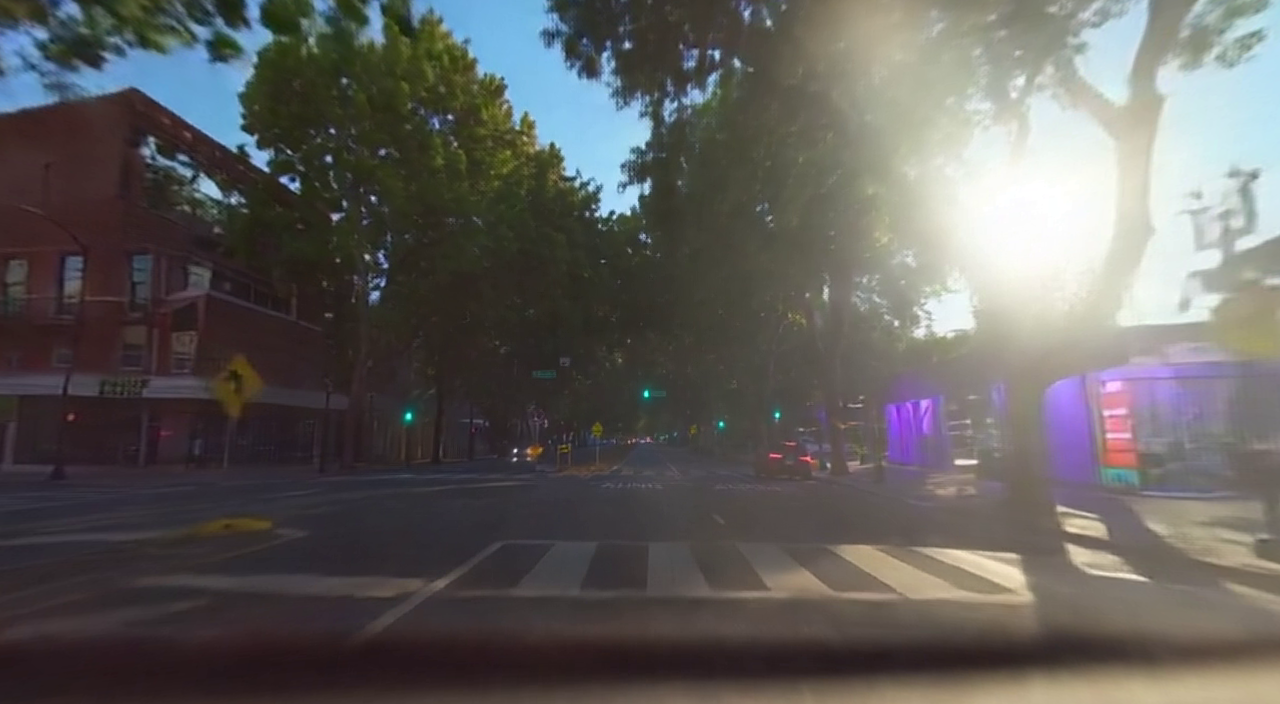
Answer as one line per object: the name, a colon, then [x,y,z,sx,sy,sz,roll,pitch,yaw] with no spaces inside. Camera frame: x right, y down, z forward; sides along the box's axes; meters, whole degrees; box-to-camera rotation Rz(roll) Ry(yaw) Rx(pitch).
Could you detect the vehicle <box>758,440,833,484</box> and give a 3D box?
vehicle: [6.235,4.435,25.747,1.906,1.523,4.336,4,-8,0]
